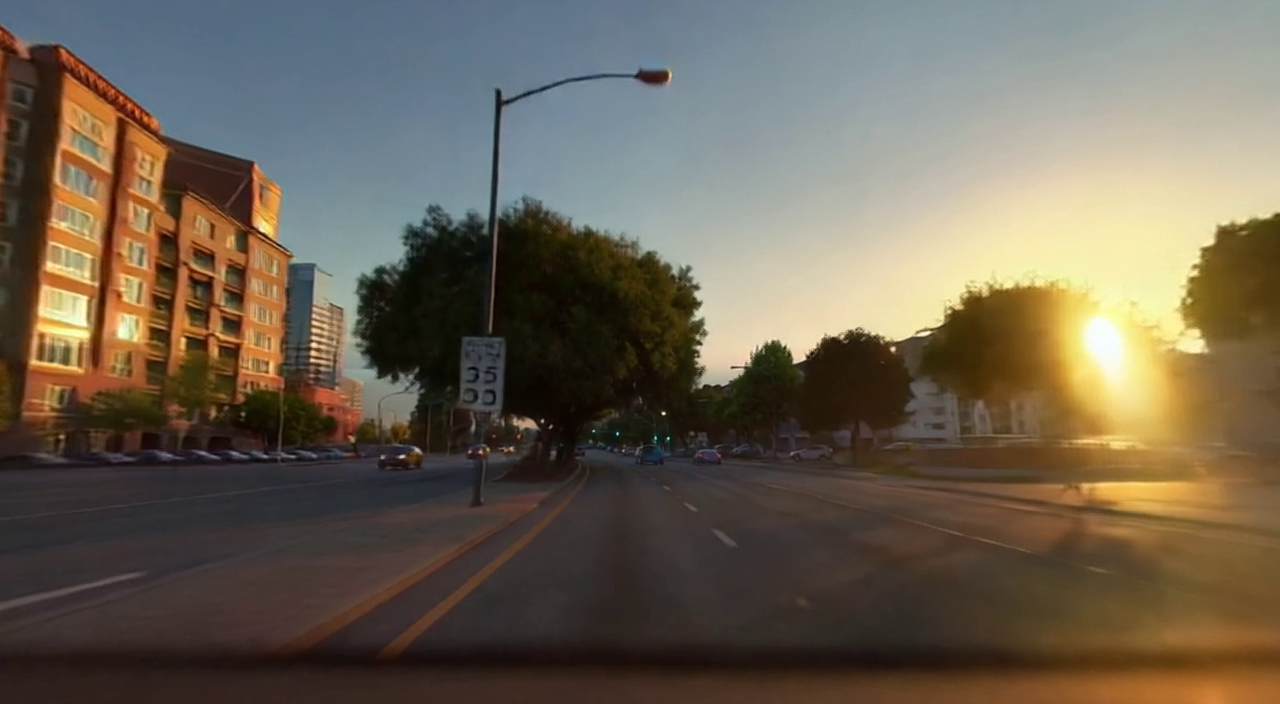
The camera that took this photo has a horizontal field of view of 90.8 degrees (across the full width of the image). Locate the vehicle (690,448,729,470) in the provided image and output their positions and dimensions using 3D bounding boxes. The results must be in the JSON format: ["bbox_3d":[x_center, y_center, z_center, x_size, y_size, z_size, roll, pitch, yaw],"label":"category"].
[{"bbox_3d":[4.867,7.582,44.854,1.932,1.439,4.159,1,-9,-6],"label":"vehicle"}]

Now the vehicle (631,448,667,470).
[{"bbox_3d":[0.544,7.563,44.943,2.020,1.479,4.650,1,-9,-6],"label":"vehicle"}]

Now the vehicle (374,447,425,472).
[{"bbox_3d":[-15.418,6.881,40.737,1.915,1.483,4.210,0,-9,-5],"label":"vehicle"}]

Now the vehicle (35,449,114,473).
[{"bbox_3d":[-40.694,7.833,45.616,1.847,1.627,4.481,1,-9,-6],"label":"vehicle"}]

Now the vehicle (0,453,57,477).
[{"bbox_3d":[-40.115,7.145,40.218,1.789,1.445,4.752,0,-9,-5],"label":"vehicle"}]
